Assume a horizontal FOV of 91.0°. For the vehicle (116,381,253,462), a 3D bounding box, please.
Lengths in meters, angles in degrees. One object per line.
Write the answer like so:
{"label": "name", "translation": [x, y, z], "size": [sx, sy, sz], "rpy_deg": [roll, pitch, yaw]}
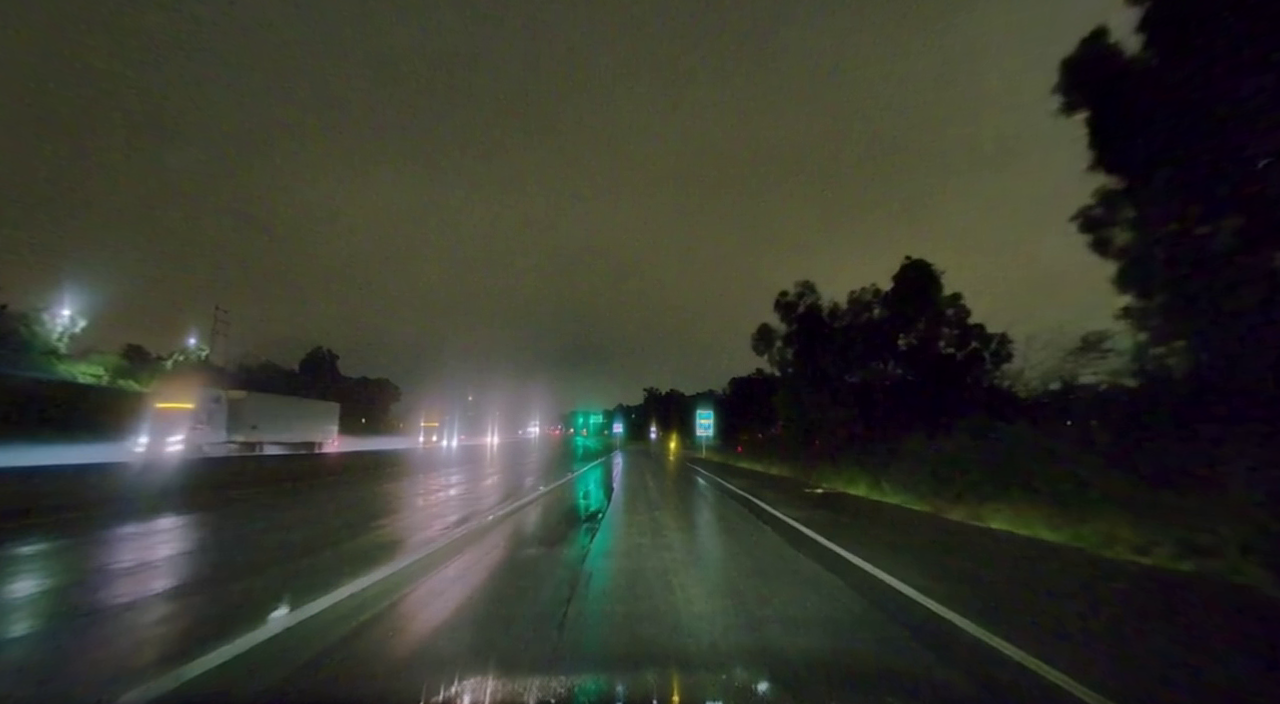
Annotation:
{"label": "vehicle", "translation": [-23.920, 3.752, 33.510], "size": [2.978, 3.888, 5.814], "rpy_deg": [0, -8, -3]}
